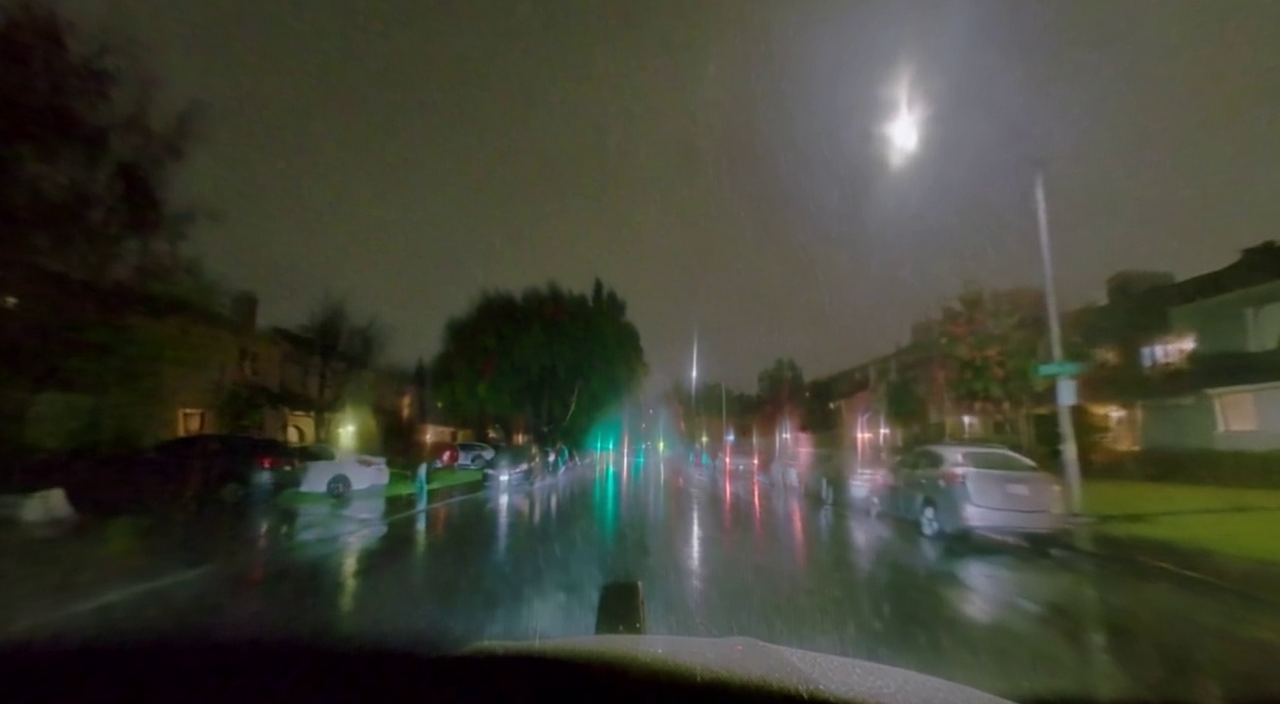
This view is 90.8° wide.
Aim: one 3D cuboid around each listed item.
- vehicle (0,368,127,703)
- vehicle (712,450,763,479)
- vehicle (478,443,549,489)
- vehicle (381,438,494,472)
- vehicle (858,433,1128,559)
[{"bbox_3d":[-4.944,0.895,1.578,2.394,2.089,5.951,-4,-9,0],"label":"vehicle"},{"bbox_3d":[5.162,5.997,34.010,1.847,1.448,4.162,0,-9,-3],"label":"vehicle"},{"bbox_3d":[-4.681,4.293,23.927,1.983,1.579,3.879,0,-9,-2],"label":"vehicle"},{"bbox_3d":[-11.606,5.931,36.469,5.755,1.869,2.194,0,-8,-1],"label":"vehicle"},{"bbox_3d":[5.215,2.158,10.183,1.826,1.566,4.307,0,-9,0],"label":"vehicle"}]
